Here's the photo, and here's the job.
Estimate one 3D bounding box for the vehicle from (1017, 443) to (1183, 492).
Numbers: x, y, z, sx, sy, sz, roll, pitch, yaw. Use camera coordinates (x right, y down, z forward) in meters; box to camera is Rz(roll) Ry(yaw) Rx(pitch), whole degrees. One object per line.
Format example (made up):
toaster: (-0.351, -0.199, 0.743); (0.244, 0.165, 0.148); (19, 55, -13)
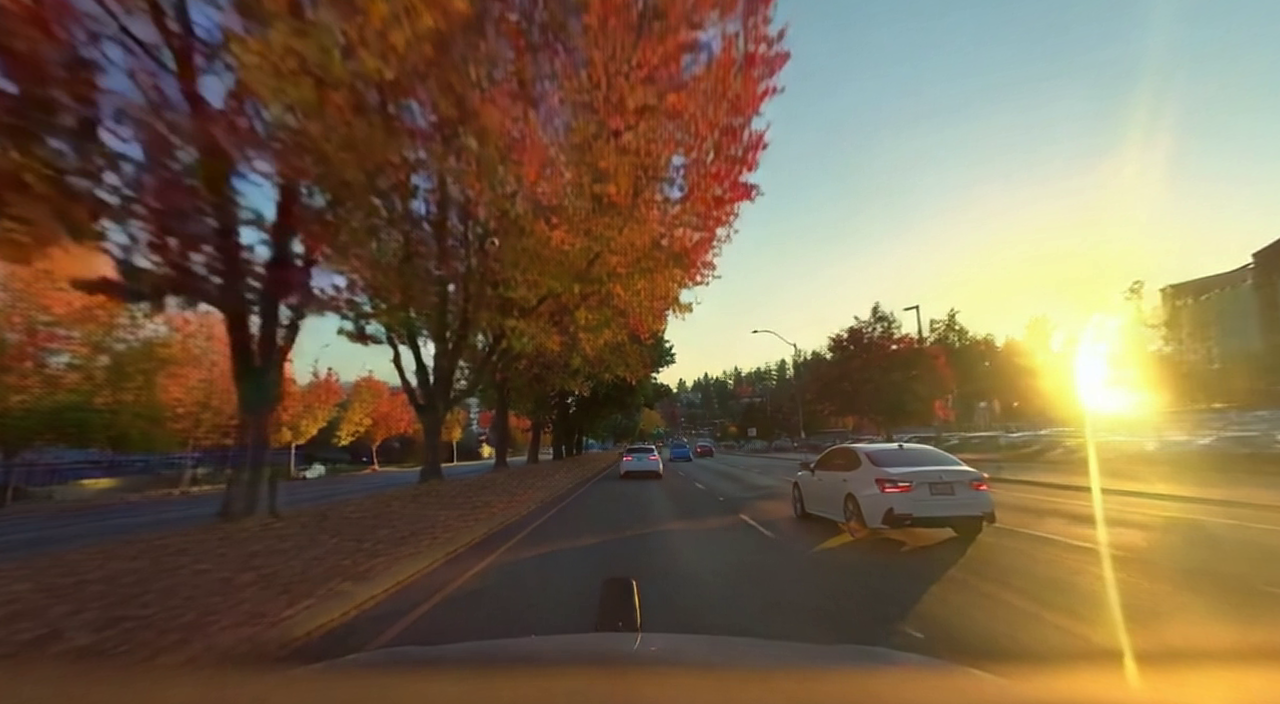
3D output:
vehicle: (14.653, 3.677, 20.540); (2.023, 1.417, 4.486); (0, -9, 0)

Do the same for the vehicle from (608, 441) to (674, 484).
vehicle: (-0.014, 4.197, 24.280); (2.289, 1.471, 4.477); (0, -9, -1)

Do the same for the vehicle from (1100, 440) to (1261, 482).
vehicle: (21.170, 4.266, 25.097); (1.902, 1.457, 4.912); (0, -9, -2)

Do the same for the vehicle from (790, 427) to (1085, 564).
vehicle: (3.774, 1.892, 9.112); (2.094, 1.480, 4.323); (0, -9, -1)
